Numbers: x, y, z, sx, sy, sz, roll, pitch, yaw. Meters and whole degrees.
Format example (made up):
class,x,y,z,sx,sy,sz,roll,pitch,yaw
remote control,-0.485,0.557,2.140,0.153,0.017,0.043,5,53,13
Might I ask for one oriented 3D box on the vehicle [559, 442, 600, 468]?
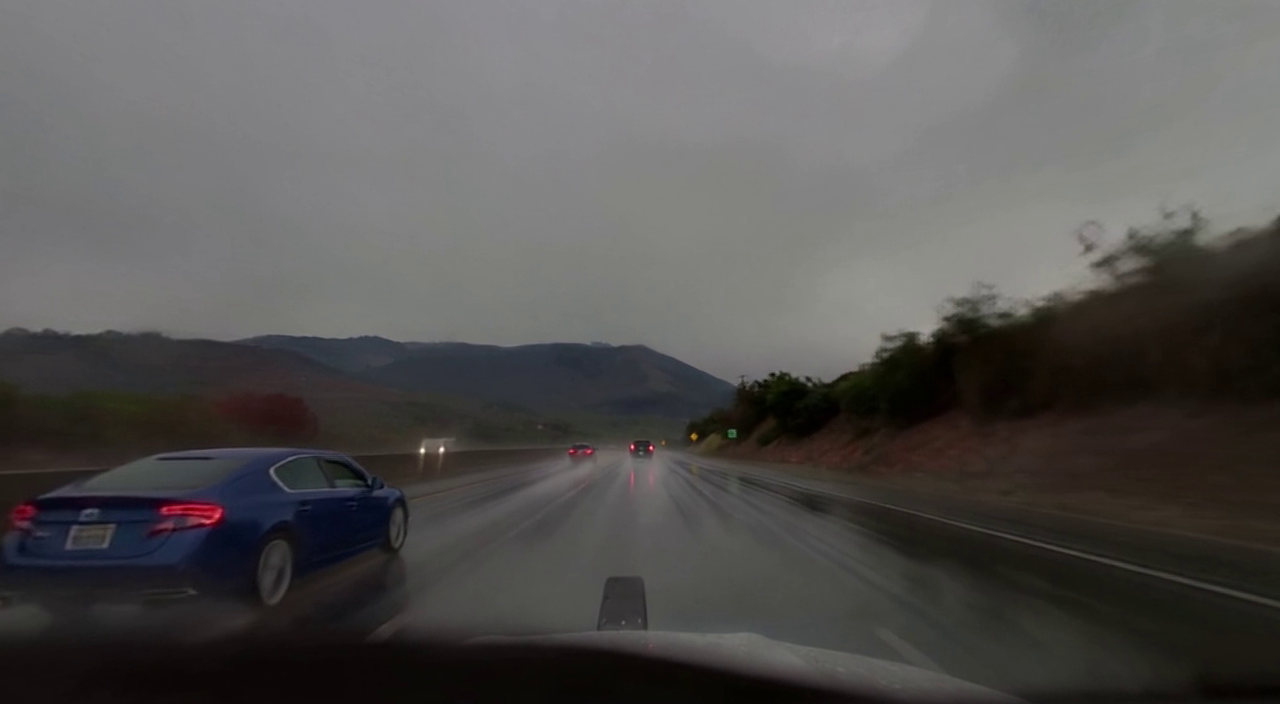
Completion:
class,x,y,z,sx,sy,sz,roll,pitch,yaw
vehicle,-3.711,6.383,39.193,2.082,1.485,4.237,0,-8,1

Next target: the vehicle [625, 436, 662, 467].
class,x,y,z,sx,sy,sz,roll,pitch,yaw
vehicle,0.249,6.461,40.911,2.272,1.836,4.866,0,-8,0
